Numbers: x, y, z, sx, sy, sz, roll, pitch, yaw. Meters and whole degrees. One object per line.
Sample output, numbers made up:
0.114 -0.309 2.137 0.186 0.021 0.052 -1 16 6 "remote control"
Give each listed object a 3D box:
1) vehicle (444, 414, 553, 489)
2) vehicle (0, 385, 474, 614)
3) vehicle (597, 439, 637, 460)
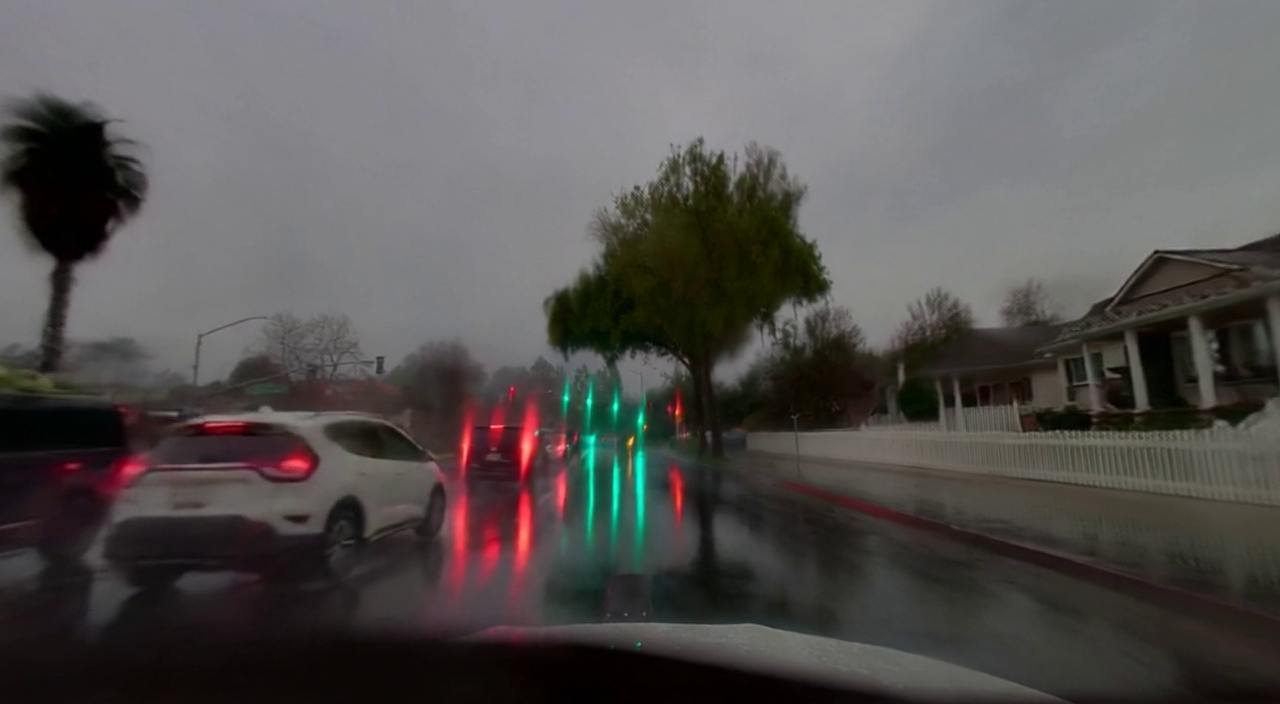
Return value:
-3.971 2.901 18.687 2.144 1.877 4.899 -1 -8 -1 "vehicle"
-3.601 1.380 6.868 2.181 1.636 4.504 -1 -8 2 "vehicle"
-1.475 5.945 38.569 2.131 1.222 3.868 0 -8 -7 "vehicle"
